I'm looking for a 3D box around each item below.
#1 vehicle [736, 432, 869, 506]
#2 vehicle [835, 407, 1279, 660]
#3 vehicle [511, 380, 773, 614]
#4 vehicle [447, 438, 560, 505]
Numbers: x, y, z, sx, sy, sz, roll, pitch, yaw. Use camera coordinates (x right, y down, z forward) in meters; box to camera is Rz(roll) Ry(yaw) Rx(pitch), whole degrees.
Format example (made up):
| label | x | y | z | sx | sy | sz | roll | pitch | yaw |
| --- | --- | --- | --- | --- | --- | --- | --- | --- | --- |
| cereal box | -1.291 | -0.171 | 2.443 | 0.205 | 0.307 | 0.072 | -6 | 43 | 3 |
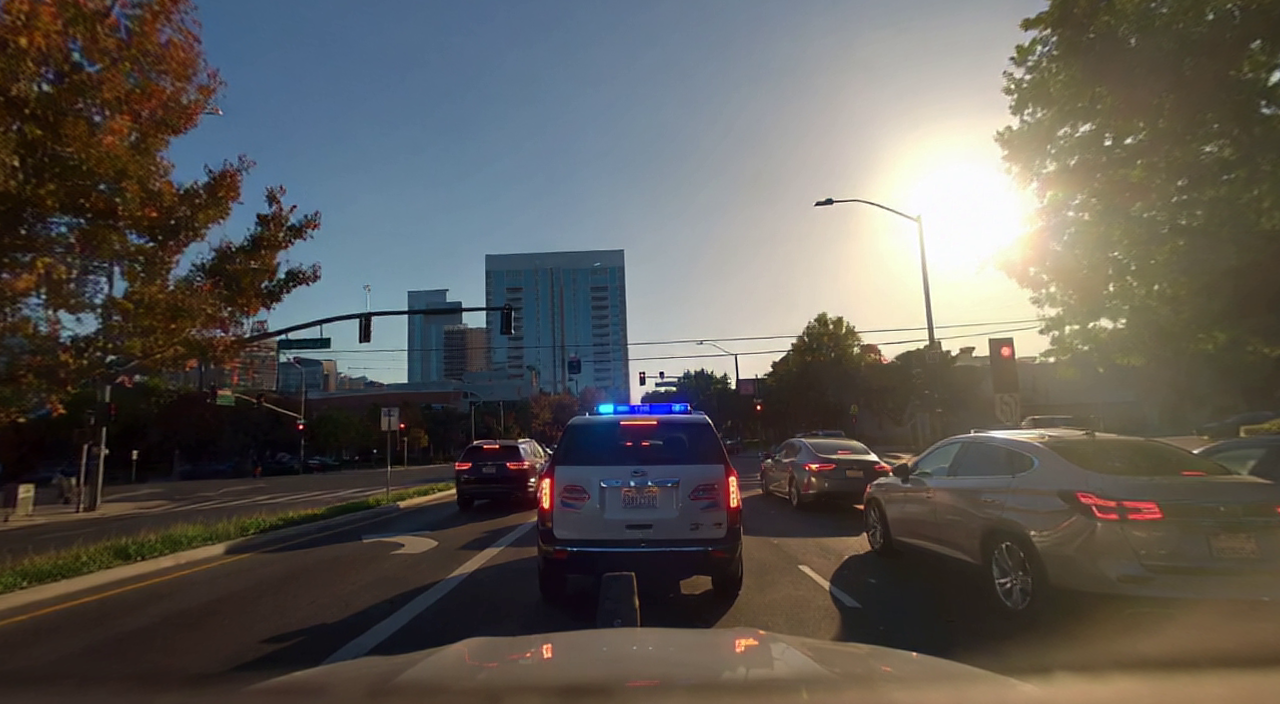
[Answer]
| label | x | y | z | sx | sy | sz | roll | pitch | yaw |
| --- | --- | --- | --- | --- | --- | --- | --- | --- | --- |
| vehicle | 3.651 | 2.706 | 15.066 | 1.940 | 1.474 | 4.234 | 0 | -8 | -1 |
| vehicle | 3.646 | 1.408 | 6.078 | 1.995 | 1.483 | 4.533 | 0 | -8 | -1 |
| vehicle | -0.033 | 1.460 | 7.275 | 2.038 | 1.819 | 4.505 | 0 | -8 | -1 |
| vehicle | -3.307 | 2.982 | 16.227 | 1.913 | 1.464 | 4.276 | 0 | -8 | 0 |
